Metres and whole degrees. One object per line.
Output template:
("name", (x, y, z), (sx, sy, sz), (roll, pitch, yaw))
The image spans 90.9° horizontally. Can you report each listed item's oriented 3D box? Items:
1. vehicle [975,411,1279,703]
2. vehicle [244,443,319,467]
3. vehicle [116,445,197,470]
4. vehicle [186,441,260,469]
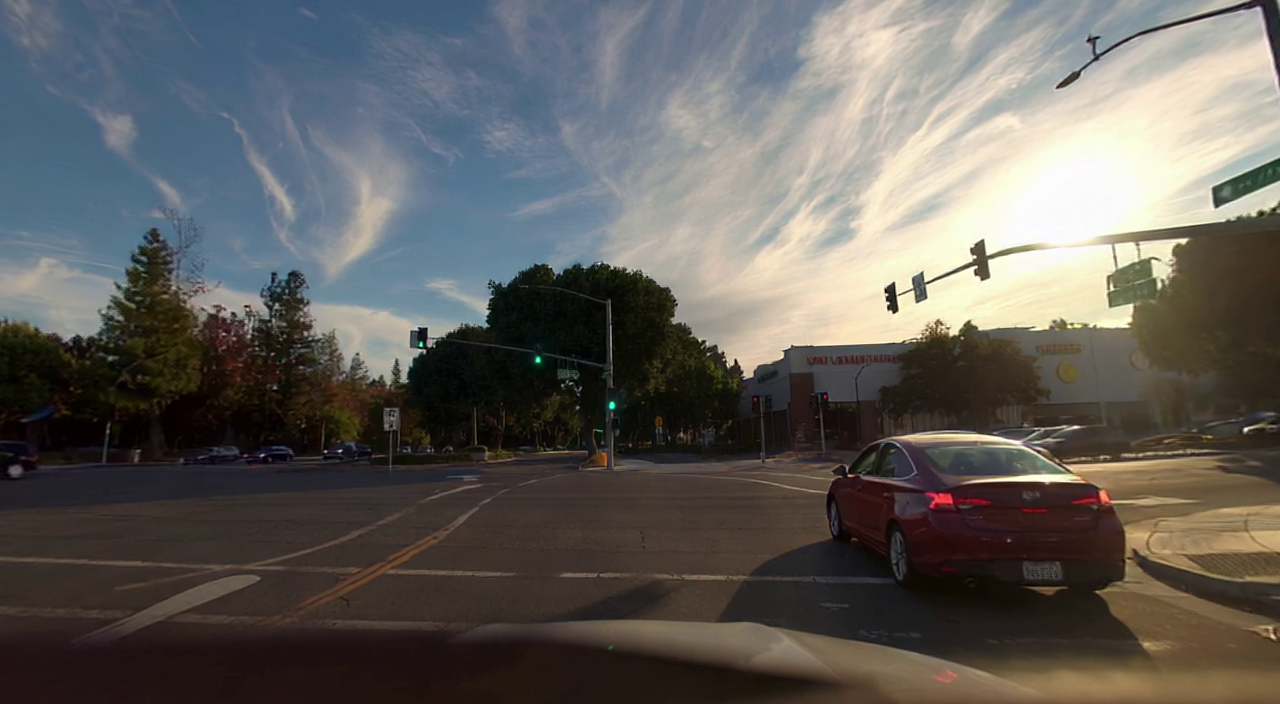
("vehicle", (4.116, 1.067, 3.305), (1.940, 1.487, 4.562), (0, -8, -4))
("vehicle", (-23.205, 6.657, 41.012), (2.206, 1.447, 4.697), (0, -8, -2))
("vehicle", (-34.099, 7.427, 44.610), (2.079, 1.681, 4.675), (0, -8, -2))
("vehicle", (-27.160, 6.698, 41.212), (1.886, 1.694, 4.420), (0, -8, -2))
